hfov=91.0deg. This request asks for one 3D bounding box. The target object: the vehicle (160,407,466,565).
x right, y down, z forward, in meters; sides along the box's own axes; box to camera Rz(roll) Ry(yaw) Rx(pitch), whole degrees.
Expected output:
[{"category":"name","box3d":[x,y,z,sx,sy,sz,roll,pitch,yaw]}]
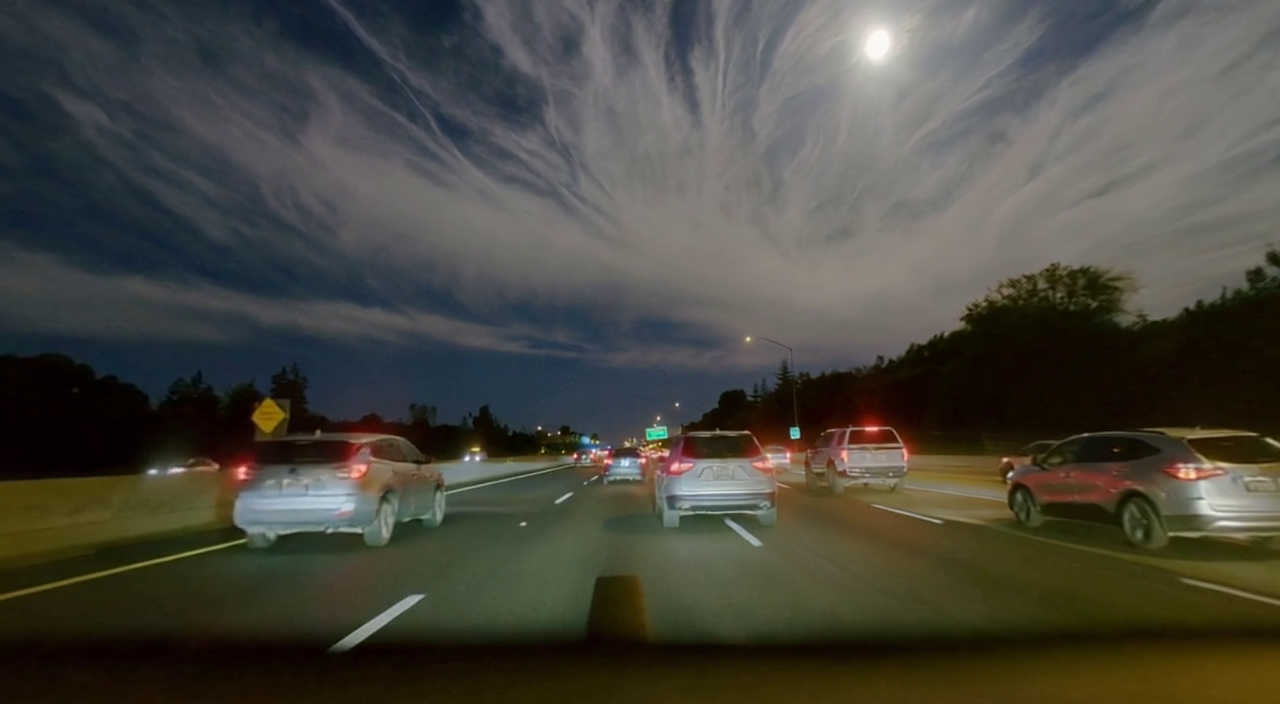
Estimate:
[{"category":"vehicle","box3d":[-4.304,1.856,9.419,2.047,1.755,4.638,0,-9,0]}]

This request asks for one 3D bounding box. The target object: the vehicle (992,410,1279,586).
[{"category":"vehicle","box3d":[6.919,1.724,8.245,1.972,1.647,4.429,0,-9,-1]}]

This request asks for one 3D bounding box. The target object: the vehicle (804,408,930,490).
[{"category":"vehicle","box3d":[7.821,3.463,22.541,2.390,2.503,5.788,0,-9,1]}]

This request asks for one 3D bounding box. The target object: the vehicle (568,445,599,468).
[{"category":"vehicle","box3d":[-4.195,7.841,47.413,1.889,1.600,4.043,0,-9,1]}]

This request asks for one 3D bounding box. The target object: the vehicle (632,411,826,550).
[{"category":"vehicle","box3d":[1.120,1.938,10.073,2.230,1.740,3.976,1,-9,-4]}]
